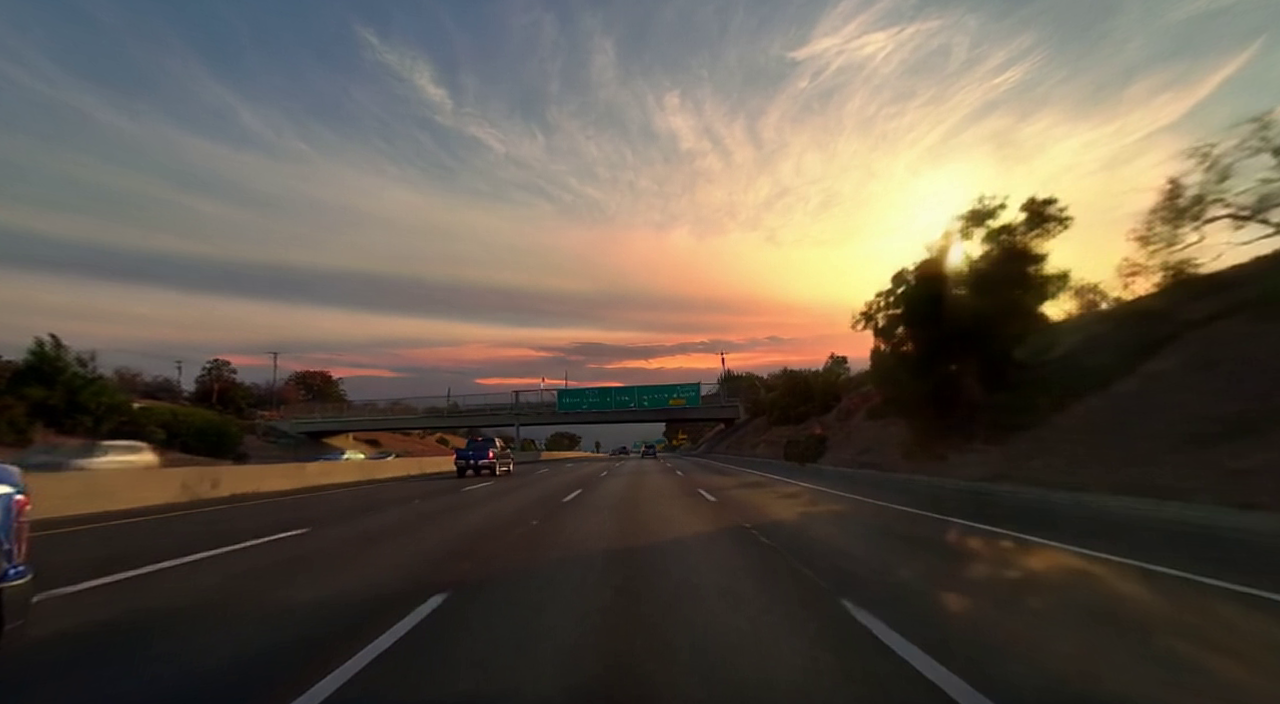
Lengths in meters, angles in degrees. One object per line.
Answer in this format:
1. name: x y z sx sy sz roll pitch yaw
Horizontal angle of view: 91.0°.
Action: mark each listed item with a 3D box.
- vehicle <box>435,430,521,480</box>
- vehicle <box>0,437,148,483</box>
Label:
1. vehicle: -6.884 4.465 27.479 2.260 1.917 5.499 0 -9 0
2. vehicle: -25.102 4.697 27.761 2.163 1.815 5.677 0 -9 0
